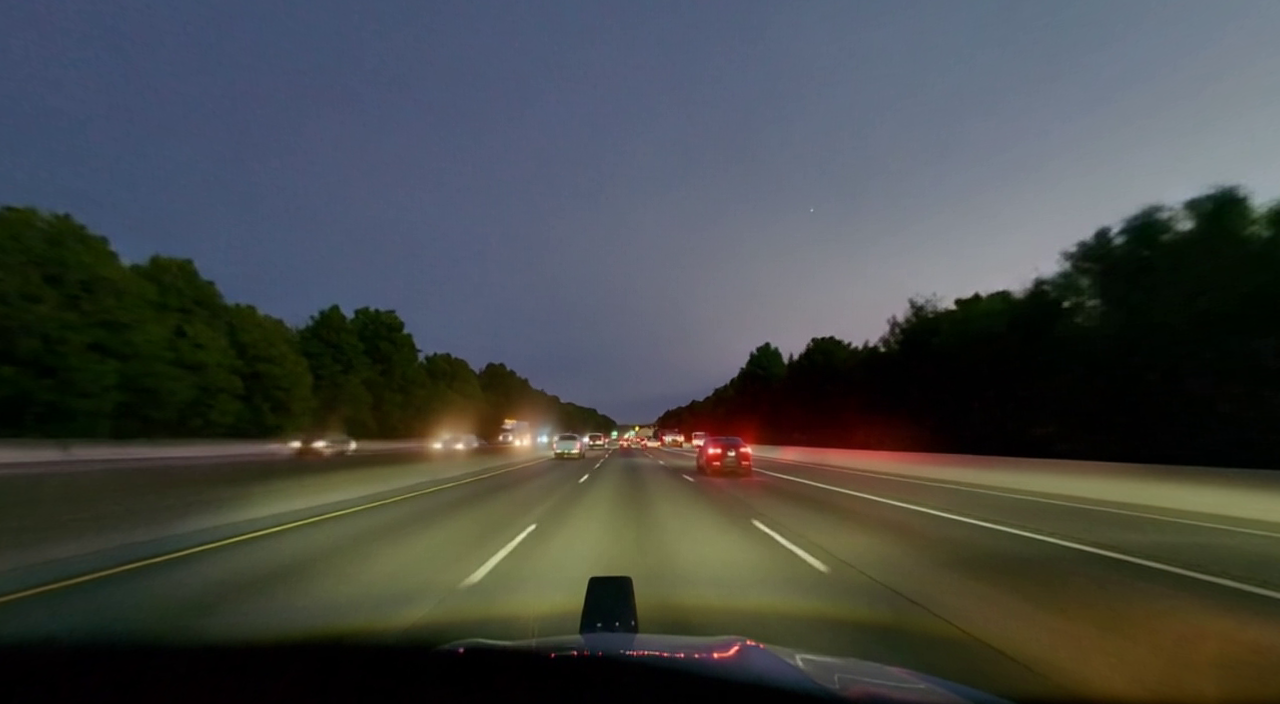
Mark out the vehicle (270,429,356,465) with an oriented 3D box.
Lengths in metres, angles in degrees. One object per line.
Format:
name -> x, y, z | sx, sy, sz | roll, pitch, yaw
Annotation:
vehicle -> -16.024, 4.677, 31.175 | 1.935, 1.619, 4.445 | 0, -8, -1

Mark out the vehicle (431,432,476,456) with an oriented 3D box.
vehicle -> -12.637, 6.251, 42.939 | 1.888, 1.507, 4.157 | 0, -8, -1

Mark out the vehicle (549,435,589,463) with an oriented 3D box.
vehicle -> -4.275, 5.905, 38.596 | 2.011, 1.614, 4.808 | 0, -8, -1

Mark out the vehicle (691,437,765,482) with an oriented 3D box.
vehicle -> 3.079, 3.832, 22.966 | 1.990, 1.480, 3.865 | 0, -8, -2
